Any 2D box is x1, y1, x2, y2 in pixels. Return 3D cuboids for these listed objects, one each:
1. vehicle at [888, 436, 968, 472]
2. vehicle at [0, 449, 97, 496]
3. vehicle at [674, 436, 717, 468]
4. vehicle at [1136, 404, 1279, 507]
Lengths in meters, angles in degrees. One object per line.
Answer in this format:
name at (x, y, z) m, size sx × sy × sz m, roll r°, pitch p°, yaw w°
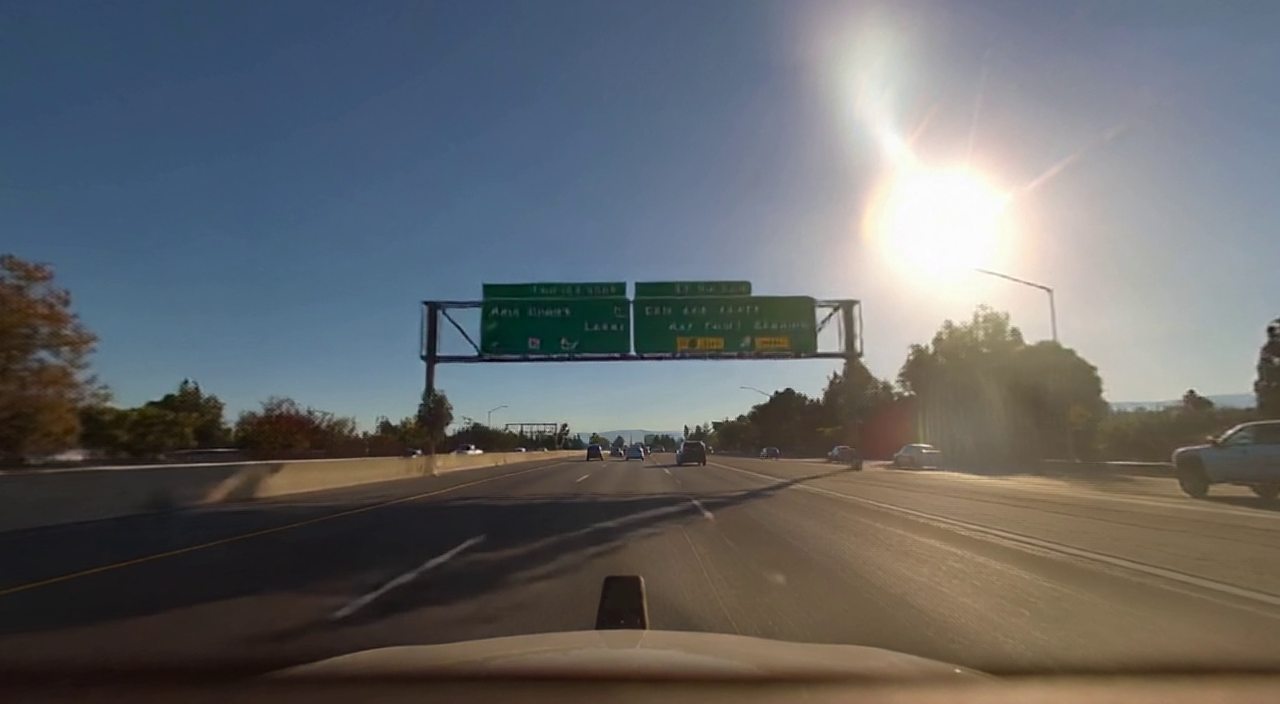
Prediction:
vehicle at (15.332, 5.450, 33.863) m, size 2.116 × 1.754 × 4.727 m, roll 0°, pitch -9°, yaw 1°
vehicle at (-21.938, 4.091, 21.585) m, size 2.016 × 1.535 × 5.144 m, roll 0°, pitch -9°, yaw 0°
vehicle at (3.292, 6.064, 38.398) m, size 2.147 × 1.794 × 4.538 m, roll 0°, pitch -9°, yaw -1°
vehicle at (14.612, 2.253, 13.763) m, size 2.442 × 2.140 × 6.462 m, roll 0°, pitch -9°, yaw 2°
